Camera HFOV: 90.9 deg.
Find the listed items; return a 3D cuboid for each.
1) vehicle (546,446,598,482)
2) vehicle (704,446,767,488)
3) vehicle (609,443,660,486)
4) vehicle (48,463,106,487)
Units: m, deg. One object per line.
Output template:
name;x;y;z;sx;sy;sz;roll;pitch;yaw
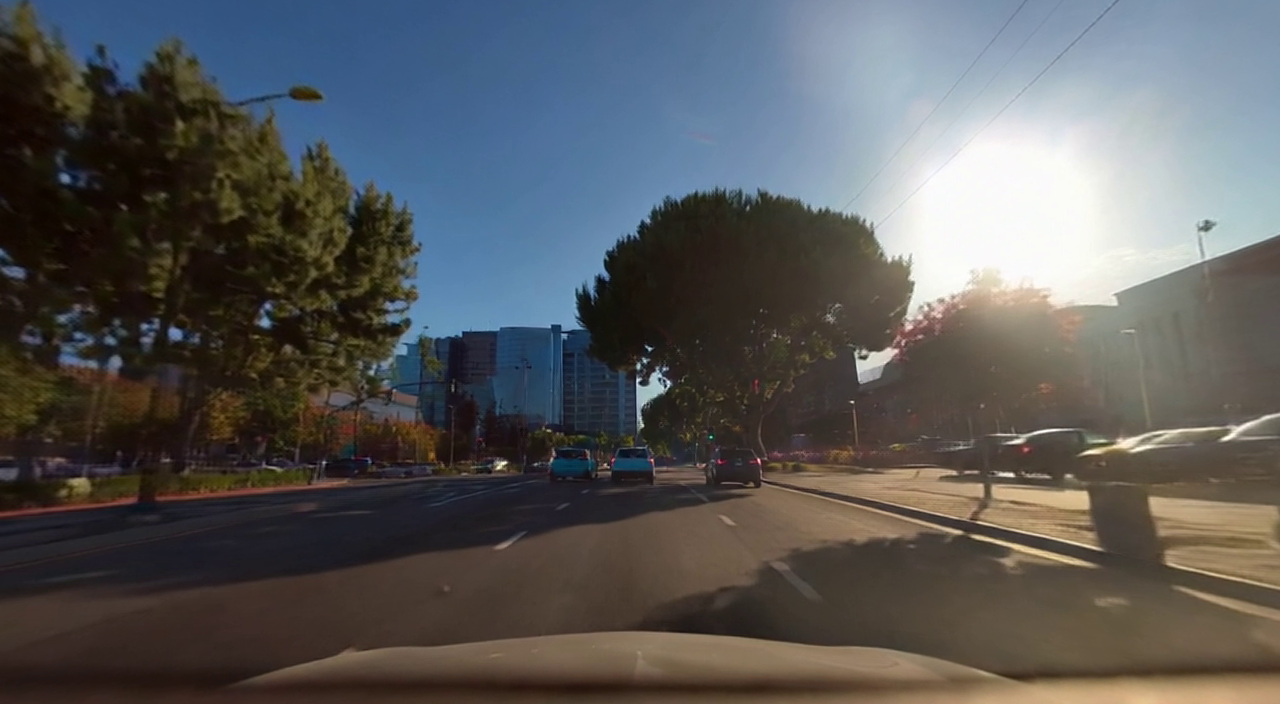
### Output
vehicle;-3.484;5.811;32.986;2.047;1.710;4.314;0;-9;2
vehicle;3.749;4.577;25.484;1.847;1.554;4.052;0;-9;-1
vehicle;-0.189;4.783;27.174;2.022;1.700;4.084;0;-9;0
vehicle;-37.986;8.268;42.649;1.752;1.396;4.340;5;-10;-26
